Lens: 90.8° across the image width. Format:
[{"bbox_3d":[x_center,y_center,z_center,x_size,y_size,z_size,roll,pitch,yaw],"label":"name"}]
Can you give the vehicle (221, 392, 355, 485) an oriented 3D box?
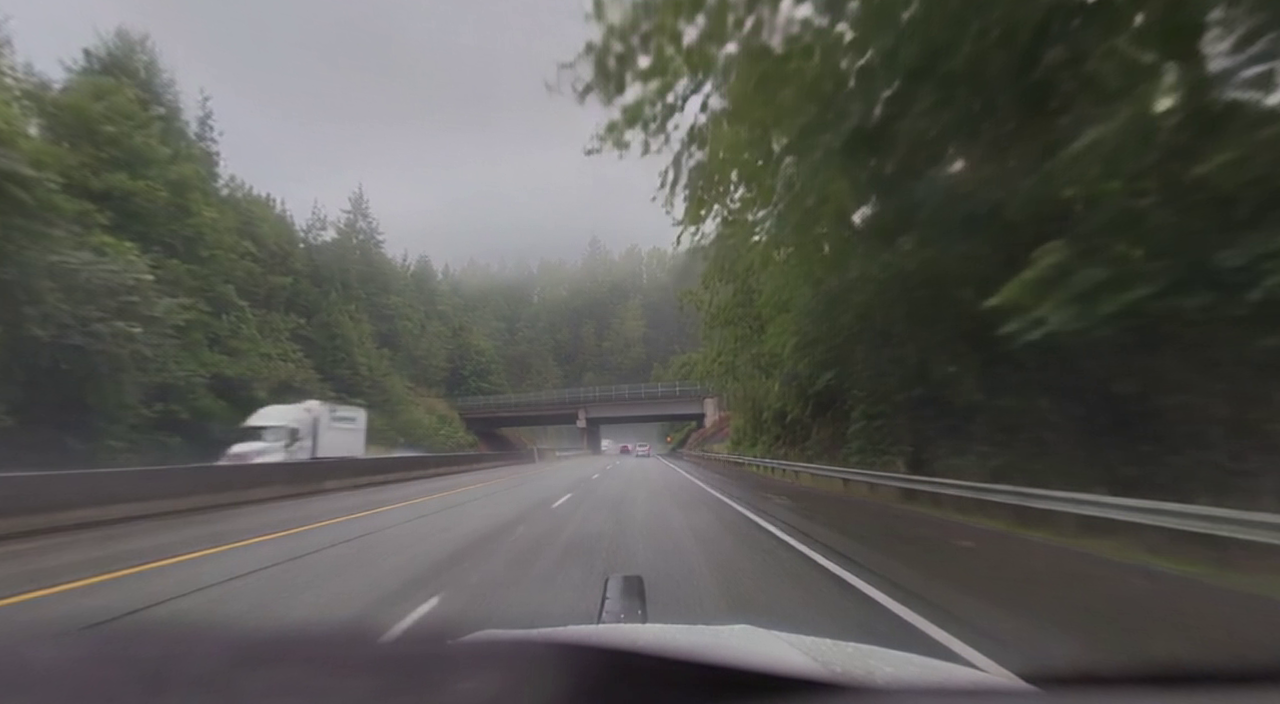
[{"bbox_3d":[-16.642,4.198,30.415,3.007,3.979,5.840,0,-9,-1],"label":"vehicle"}]
